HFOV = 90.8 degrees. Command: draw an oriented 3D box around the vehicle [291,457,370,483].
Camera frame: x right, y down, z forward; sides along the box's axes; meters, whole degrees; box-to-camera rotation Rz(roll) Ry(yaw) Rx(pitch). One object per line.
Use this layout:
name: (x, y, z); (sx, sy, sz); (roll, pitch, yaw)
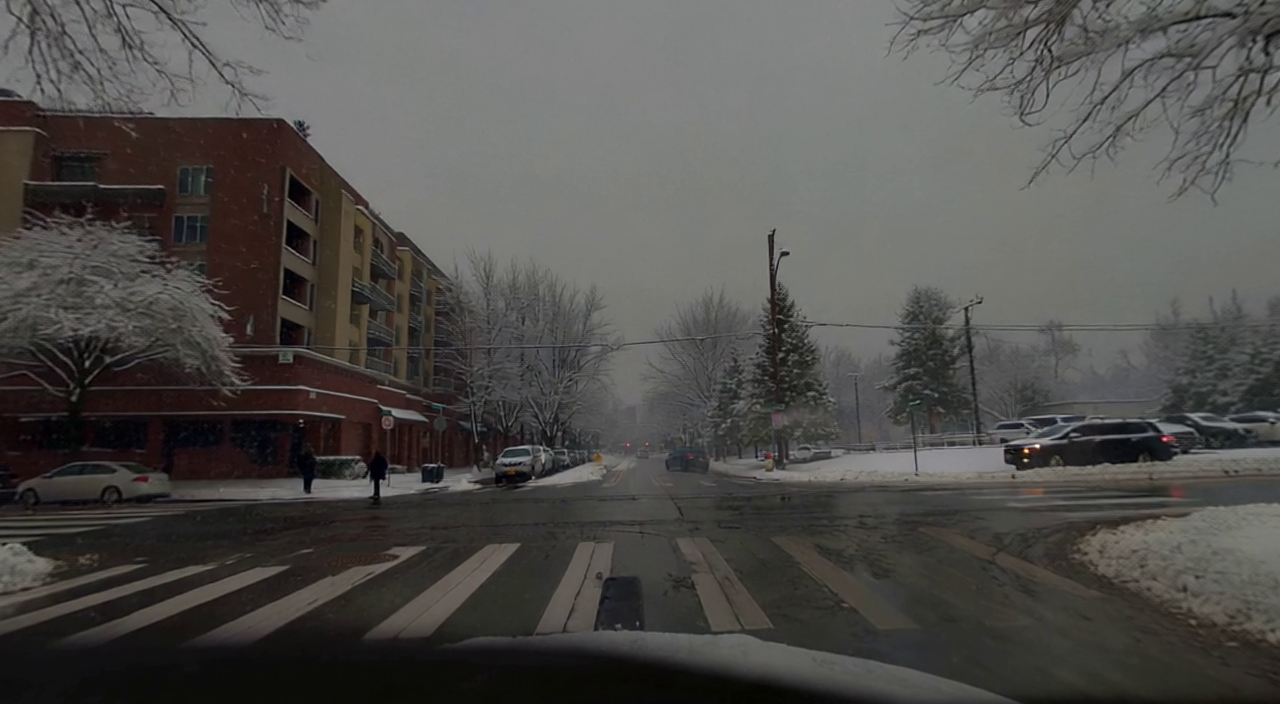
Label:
vehicle: (-23.238, 8.886, 47.494); (4.844, 1.836, 2.117); (-1, -8, 5)

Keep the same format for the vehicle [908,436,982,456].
vehicle: (23.013, 7.086, 47.770); (4.528, 1.475, 2.070); (0, -8, 3)

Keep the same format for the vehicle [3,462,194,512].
vehicle: (-17.316, 4.317, 20.370); (4.439, 1.448, 1.793); (0, -9, 0)

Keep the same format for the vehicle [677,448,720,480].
vehicle: (3.271, 6.074, 34.647); (1.942, 1.603, 3.785); (-1, -8, 12)

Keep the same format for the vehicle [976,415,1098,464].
vehicle: (16.743, 3.790, 26.995); (2.041, 1.921, 4.574); (0, -9, -2)

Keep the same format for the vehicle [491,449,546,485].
vehicle: (-7.617, 7.251, 40.249); (2.193, 1.814, 5.061); (-9, -8, 0)

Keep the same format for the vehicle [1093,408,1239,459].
vehicle: (22.304, 3.531, 27.142); (2.137, 1.962, 4.988); (-1, -8, 3)

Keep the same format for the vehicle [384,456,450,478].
vehicle: (-16.681, 8.642, 47.358); (4.203, 1.544, 1.889); (-1, -8, 2)

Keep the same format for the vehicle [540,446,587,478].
vehicle: (-4.458, 6.532, 37.598); (2.102, 1.768, 4.290); (-1, -10, 2)
